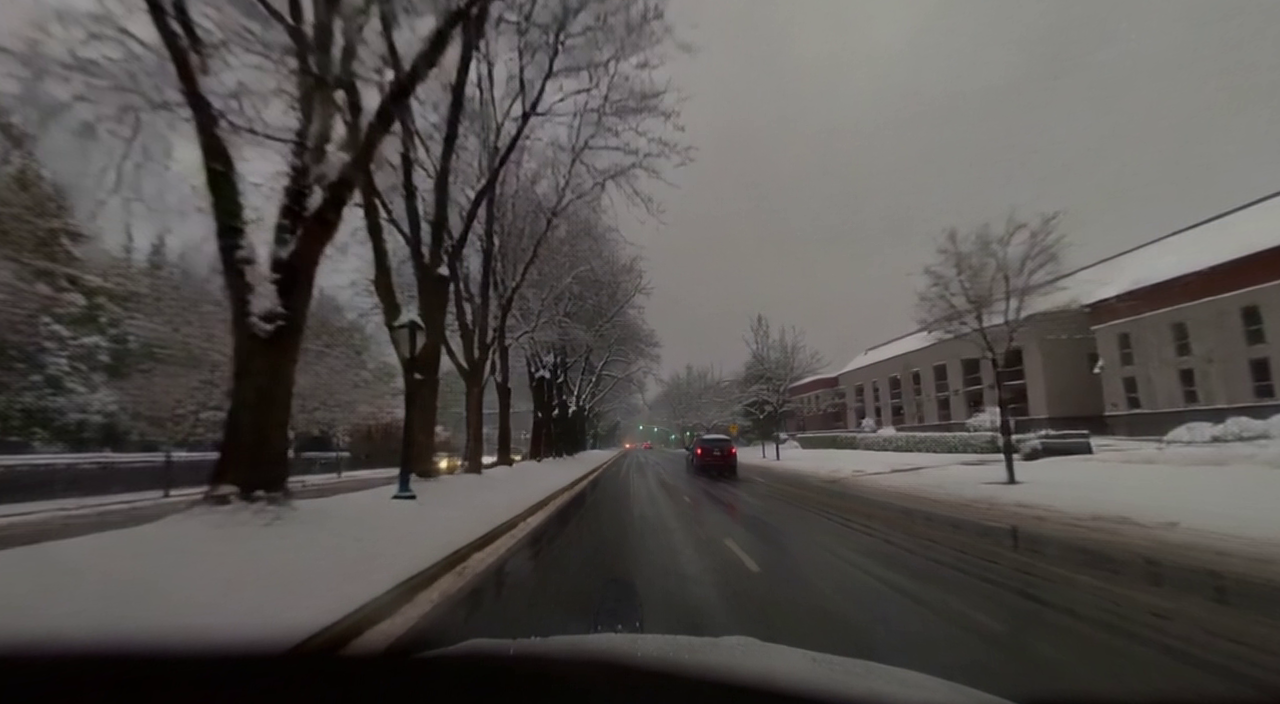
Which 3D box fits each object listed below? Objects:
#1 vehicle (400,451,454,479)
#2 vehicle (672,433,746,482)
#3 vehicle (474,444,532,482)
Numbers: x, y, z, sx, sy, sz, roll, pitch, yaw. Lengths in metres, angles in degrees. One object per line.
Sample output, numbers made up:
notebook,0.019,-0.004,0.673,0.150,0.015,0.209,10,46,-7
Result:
vehicle,-12.723,6.736,38.001,1.859,1.569,4.166,0,-9,0
vehicle,2.607,4.173,25.174,2.240,1.740,4.605,0,-9,-2
vehicle,-6.454,5.259,30.184,1.900,1.671,4.217,0,-9,-1
